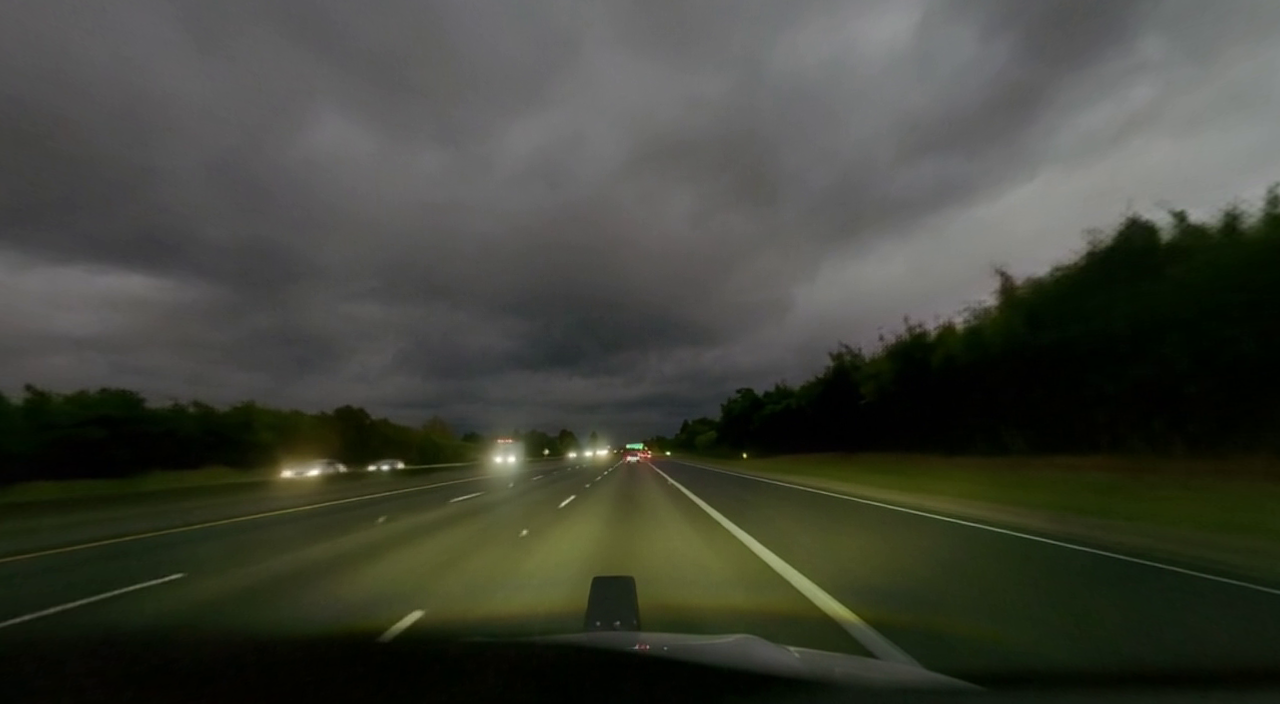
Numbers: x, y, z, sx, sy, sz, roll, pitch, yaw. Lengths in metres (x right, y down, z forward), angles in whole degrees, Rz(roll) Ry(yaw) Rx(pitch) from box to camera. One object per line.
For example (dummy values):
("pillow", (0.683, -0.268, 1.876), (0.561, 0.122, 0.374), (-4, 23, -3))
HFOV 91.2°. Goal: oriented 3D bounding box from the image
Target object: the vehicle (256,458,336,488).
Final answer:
("vehicle", (-19.169, 6.763, 35.184), (1.946, 1.482, 4.513), (0, -9, -1))
